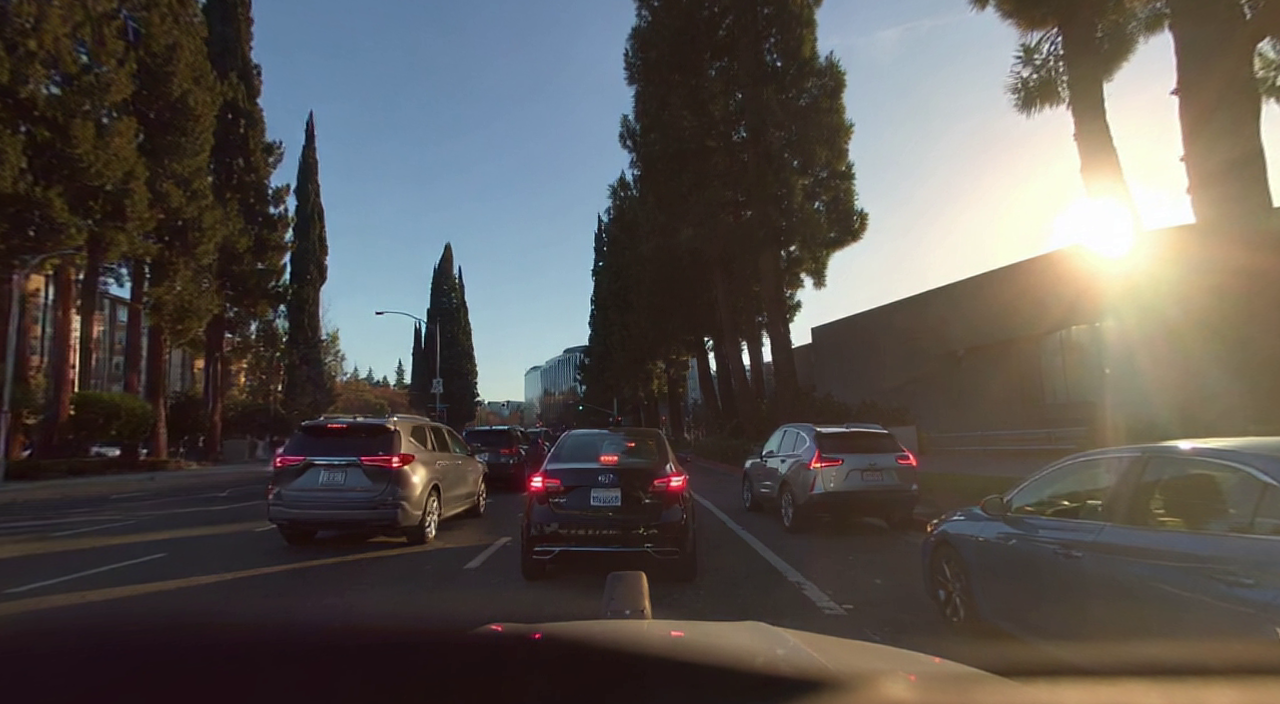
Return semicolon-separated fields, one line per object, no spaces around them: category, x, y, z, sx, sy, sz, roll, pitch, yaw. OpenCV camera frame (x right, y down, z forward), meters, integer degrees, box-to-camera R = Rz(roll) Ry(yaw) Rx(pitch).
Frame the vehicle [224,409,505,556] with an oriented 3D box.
vehicle;-3.768;1.892;9.892;2.141;1.718;4.809;0;-8;1

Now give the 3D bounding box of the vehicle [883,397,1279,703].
vehicle;3.234;1.070;3.375;2.045;1.459;4.462;0;-8;-1

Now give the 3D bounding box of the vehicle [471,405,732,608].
vehicle;-0.359;1.586;7.422;2.114;1.631;4.459;0;-8;-1

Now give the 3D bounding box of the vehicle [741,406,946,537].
vehicle;3.327;2.082;11.536;2.117;1.879;4.715;0;-8;-1
